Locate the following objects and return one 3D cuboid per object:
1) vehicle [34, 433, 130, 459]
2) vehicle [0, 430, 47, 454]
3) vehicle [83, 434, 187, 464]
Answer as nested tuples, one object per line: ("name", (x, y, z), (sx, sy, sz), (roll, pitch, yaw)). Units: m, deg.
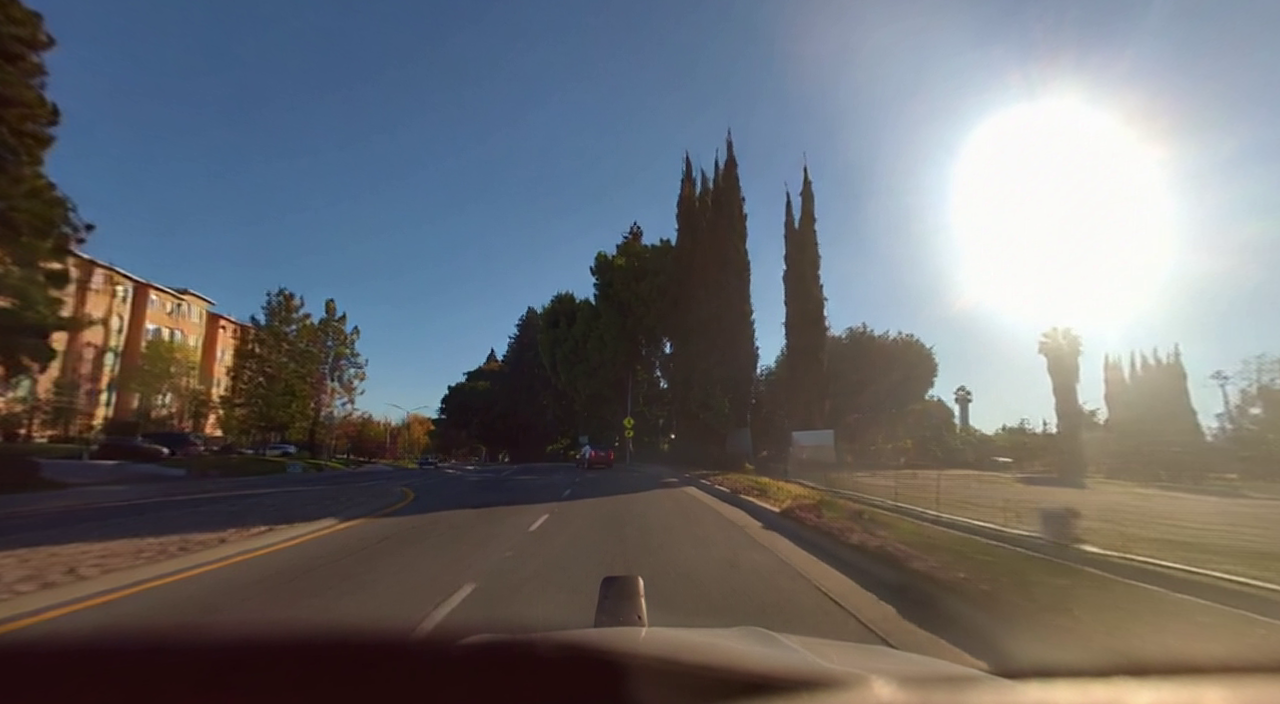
("vehicle", (-40.074, 6.710, 45.535), (1.935, 1.582, 4.741), (2, -6, 16))
("vehicle", (-47.824, 6.753, 47.332), (2.042, 1.721, 4.404), (-4, -9, 17))
("vehicle", (-29.598, 5.680, 37.077), (4.816, 1.696, 2.323), (-3, -9, 16))
